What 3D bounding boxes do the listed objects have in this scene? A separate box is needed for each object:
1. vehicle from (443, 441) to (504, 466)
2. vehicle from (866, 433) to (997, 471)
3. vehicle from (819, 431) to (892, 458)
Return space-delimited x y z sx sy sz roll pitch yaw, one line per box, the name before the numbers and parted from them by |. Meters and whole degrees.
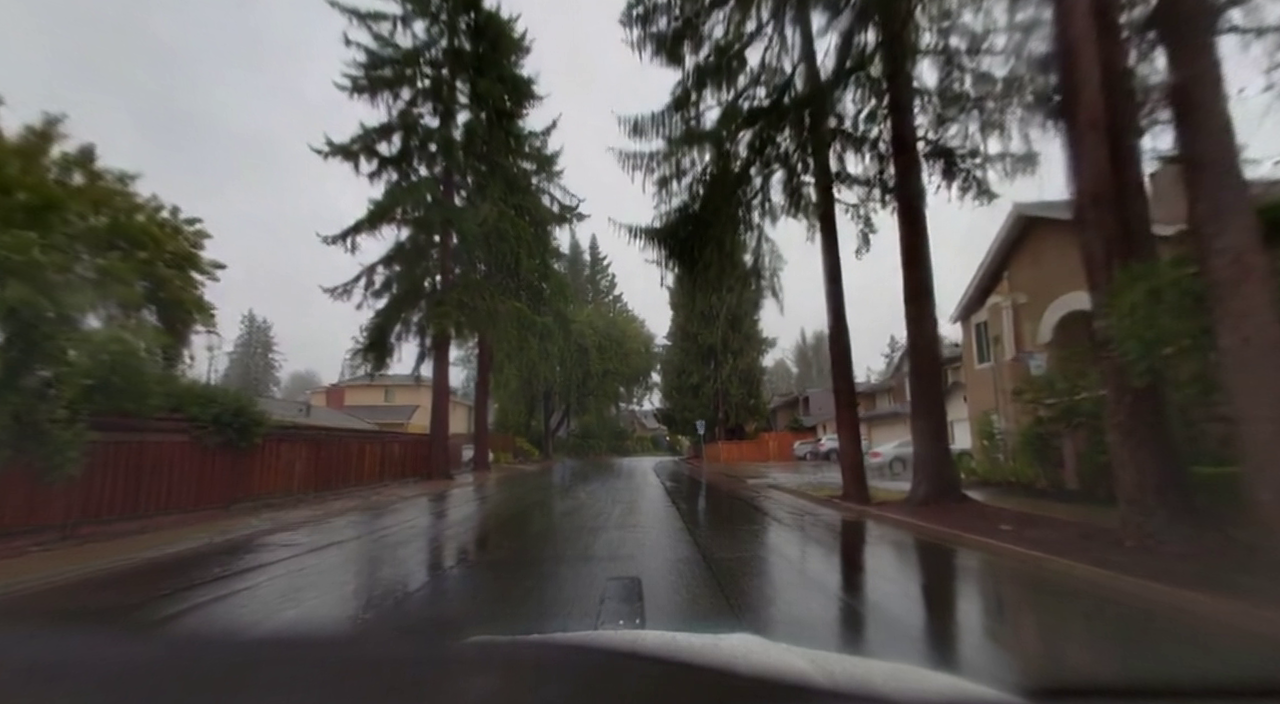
vehicle | -12.741 7.727 48.252 4.656 1.835 2.039 -7 -11 37
vehicle | 11.751 4.066 25.711 4.415 1.457 1.797 0 -9 1
vehicle | 14.287 6.181 42.124 4.261 1.725 1.955 -2 -8 11
